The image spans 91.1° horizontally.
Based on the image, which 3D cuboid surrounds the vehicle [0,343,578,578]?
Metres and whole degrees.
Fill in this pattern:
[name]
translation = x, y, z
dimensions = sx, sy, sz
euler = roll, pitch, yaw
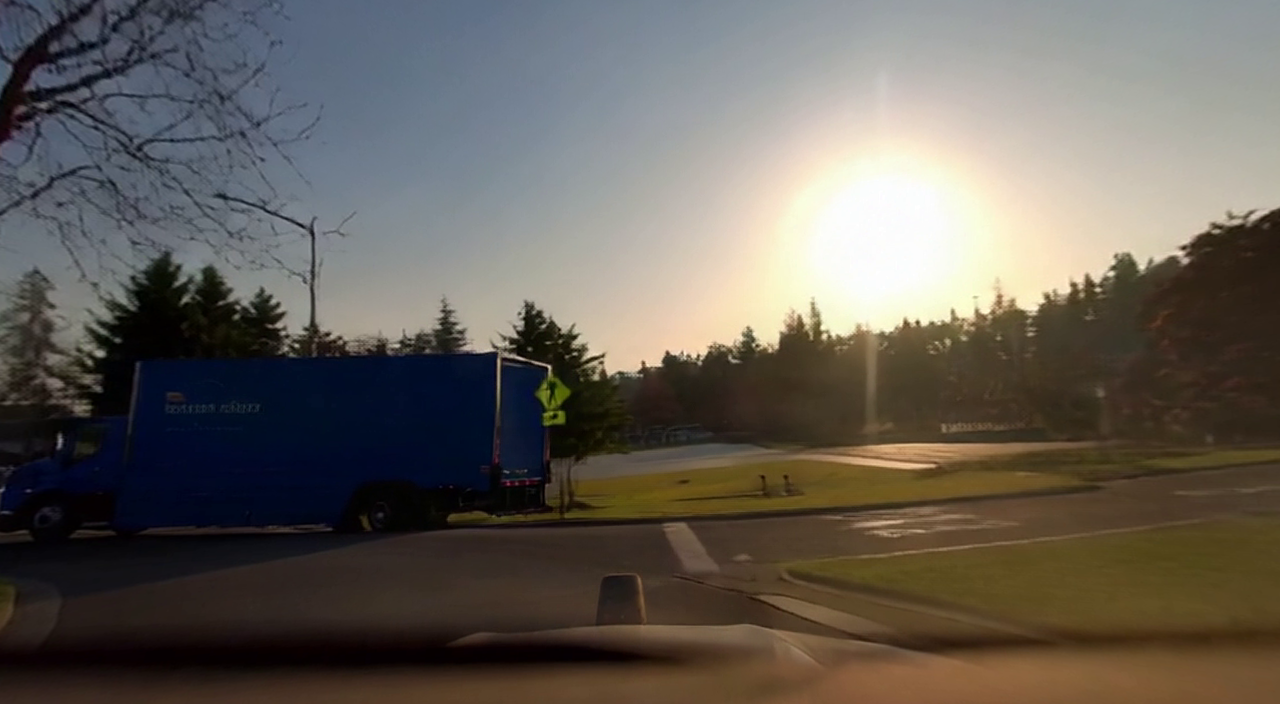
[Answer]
[vehicle]
translation = -6.189, 1.818, 11.138
dimensions = 9.680, 3.326, 2.838
euler = -1, -8, 9
